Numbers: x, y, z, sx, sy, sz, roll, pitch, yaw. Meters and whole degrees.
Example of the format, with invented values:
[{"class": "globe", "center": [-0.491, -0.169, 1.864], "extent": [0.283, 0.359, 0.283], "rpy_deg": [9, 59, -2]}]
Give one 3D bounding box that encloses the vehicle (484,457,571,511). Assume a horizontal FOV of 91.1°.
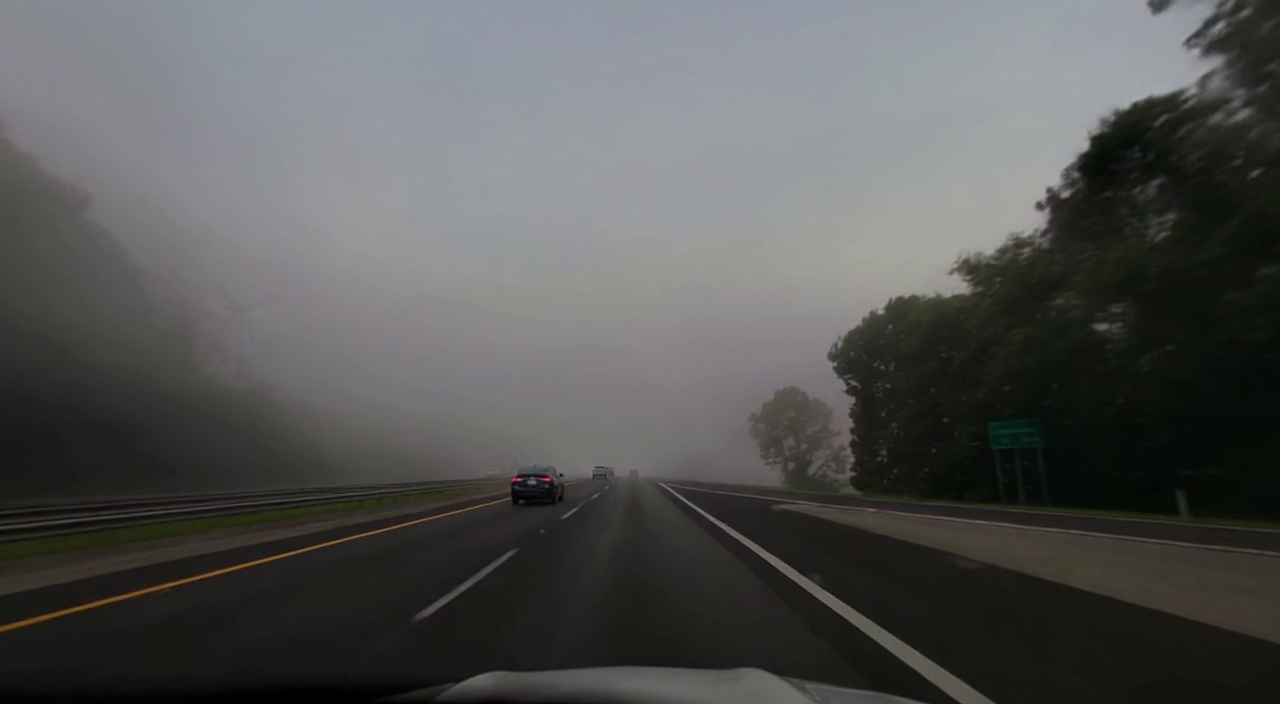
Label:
[{"class": "vehicle", "center": [-3.496, 4.227, 20.349], "extent": [2.001, 1.486, 4.104], "rpy_deg": [1, -10, 0]}]
